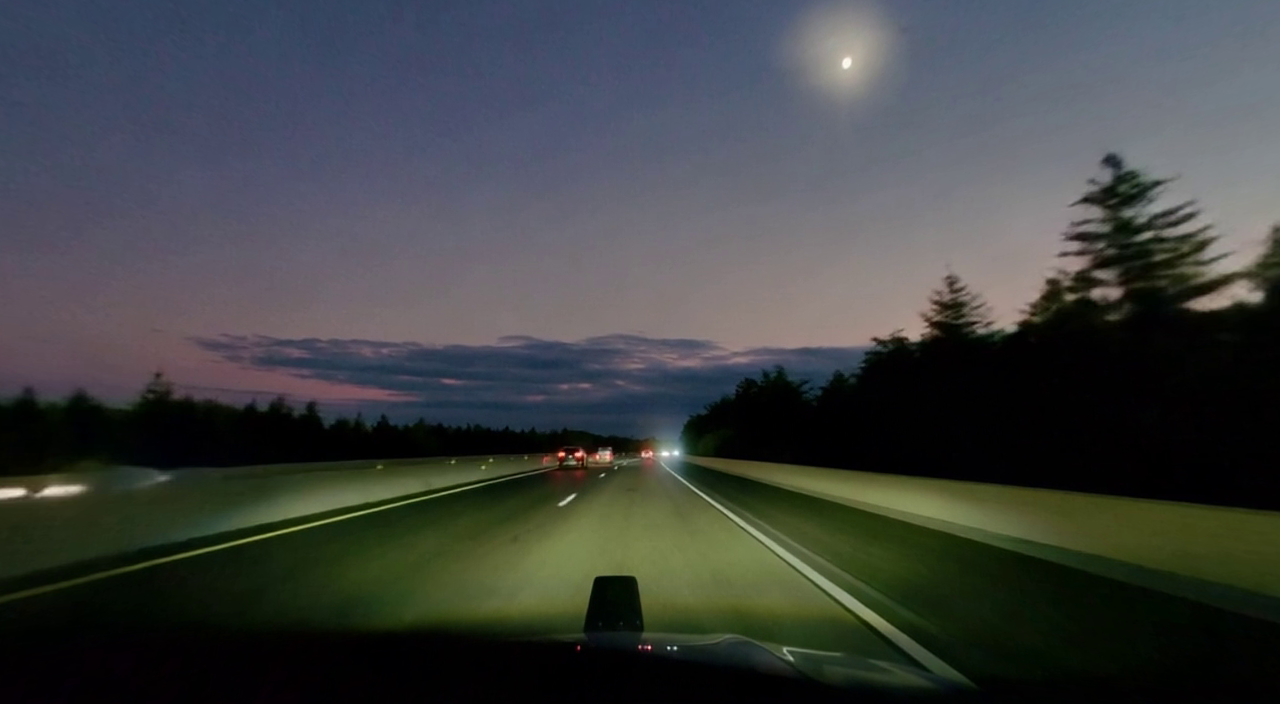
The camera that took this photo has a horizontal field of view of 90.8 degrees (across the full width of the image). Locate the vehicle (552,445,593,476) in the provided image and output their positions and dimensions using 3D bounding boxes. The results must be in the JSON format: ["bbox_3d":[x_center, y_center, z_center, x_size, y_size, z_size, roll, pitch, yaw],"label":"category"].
[{"bbox_3d":[-3.743,6.128,35.826,1.846,1.600,4.108,0,-9,1],"label":"vehicle"}]
